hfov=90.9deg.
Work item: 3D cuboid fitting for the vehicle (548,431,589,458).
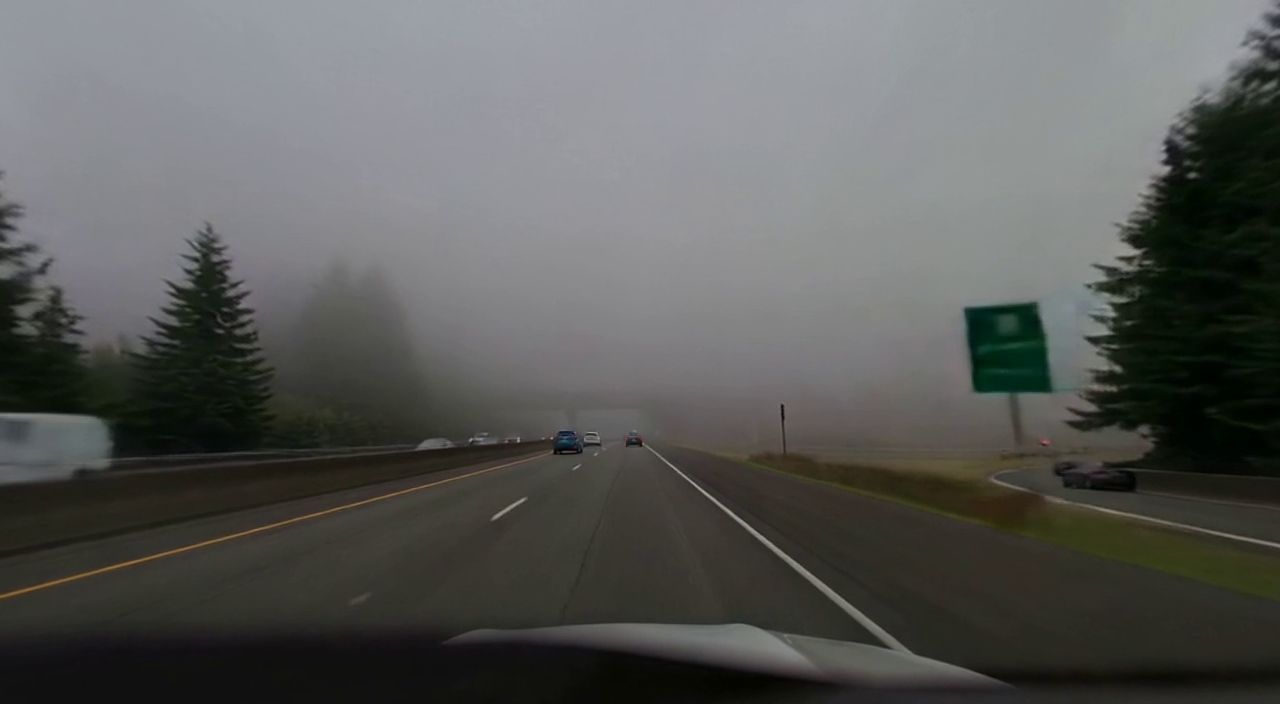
[{"bbox_3d":[-4.402,5.787,39.529,2.169,1.588,4.264,0,-8,-1],"label":"vehicle"}]

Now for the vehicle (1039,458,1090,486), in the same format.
[{"bbox_3d":[28.013,7.870,41.697,2.033,1.565,4.672,-4,-9,25],"label":"vehicle"}]
